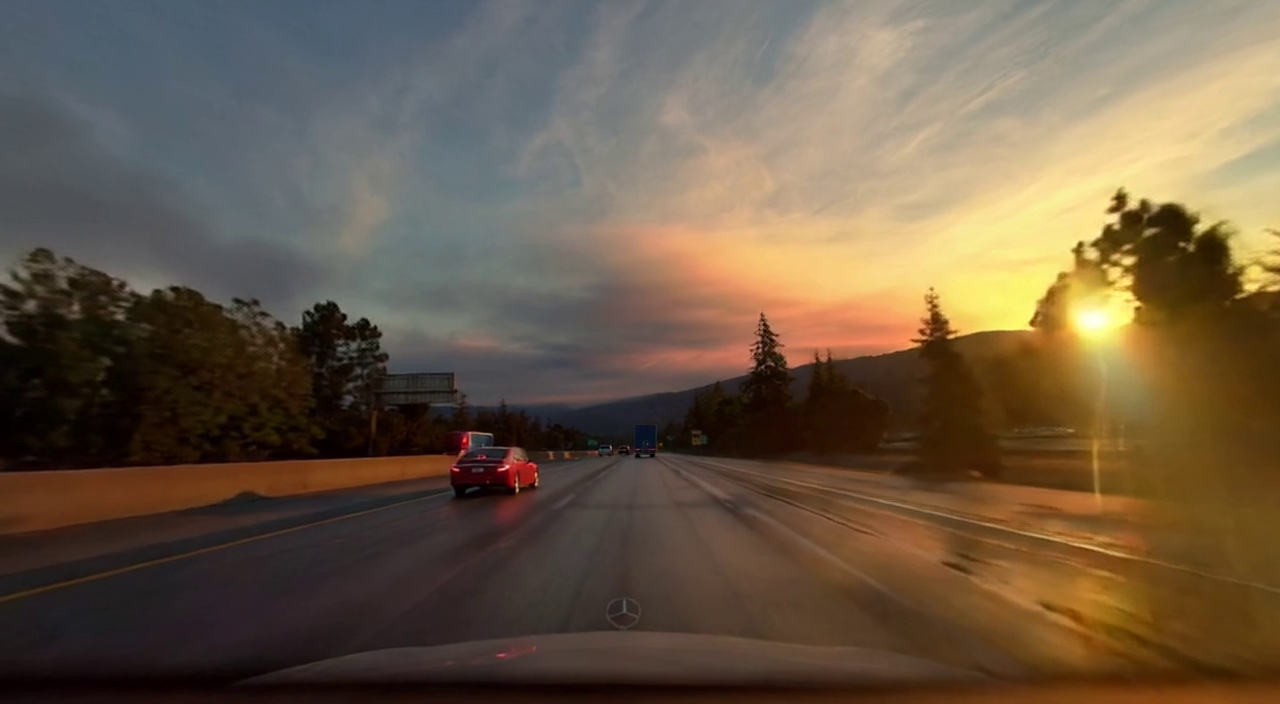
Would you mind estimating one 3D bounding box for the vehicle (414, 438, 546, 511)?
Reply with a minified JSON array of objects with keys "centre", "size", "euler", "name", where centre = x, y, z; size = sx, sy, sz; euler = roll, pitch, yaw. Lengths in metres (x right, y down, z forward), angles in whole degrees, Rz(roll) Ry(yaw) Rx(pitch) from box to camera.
[{"centre":[-3.811,3.017,16.068],"size":[1.999,1.533,4.870],"euler":[-1,-9,1],"name":"vehicle"}]
